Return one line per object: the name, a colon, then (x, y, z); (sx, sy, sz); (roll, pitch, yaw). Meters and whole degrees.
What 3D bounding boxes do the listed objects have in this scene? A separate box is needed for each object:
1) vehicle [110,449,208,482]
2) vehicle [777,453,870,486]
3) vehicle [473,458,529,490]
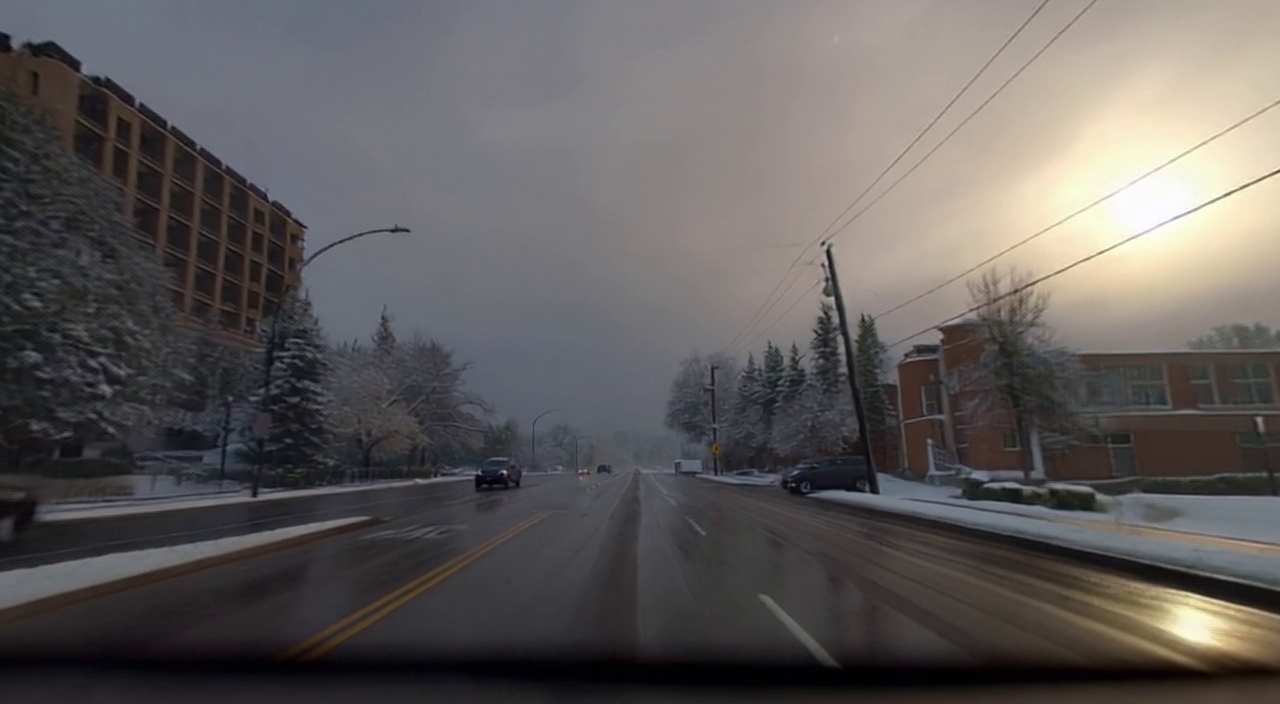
vehicle: (-27.796, 6.581, 36.374); (3.770, 1.737, 2.102); (0, -15, -2)
vehicle: (10.832, 6.955, 37.329); (4.903, 1.831, 2.098); (0, -8, 2)
vehicle: (-7.898, 6.949, 36.156); (2.220, 1.681, 4.633); (0, -10, -1)
